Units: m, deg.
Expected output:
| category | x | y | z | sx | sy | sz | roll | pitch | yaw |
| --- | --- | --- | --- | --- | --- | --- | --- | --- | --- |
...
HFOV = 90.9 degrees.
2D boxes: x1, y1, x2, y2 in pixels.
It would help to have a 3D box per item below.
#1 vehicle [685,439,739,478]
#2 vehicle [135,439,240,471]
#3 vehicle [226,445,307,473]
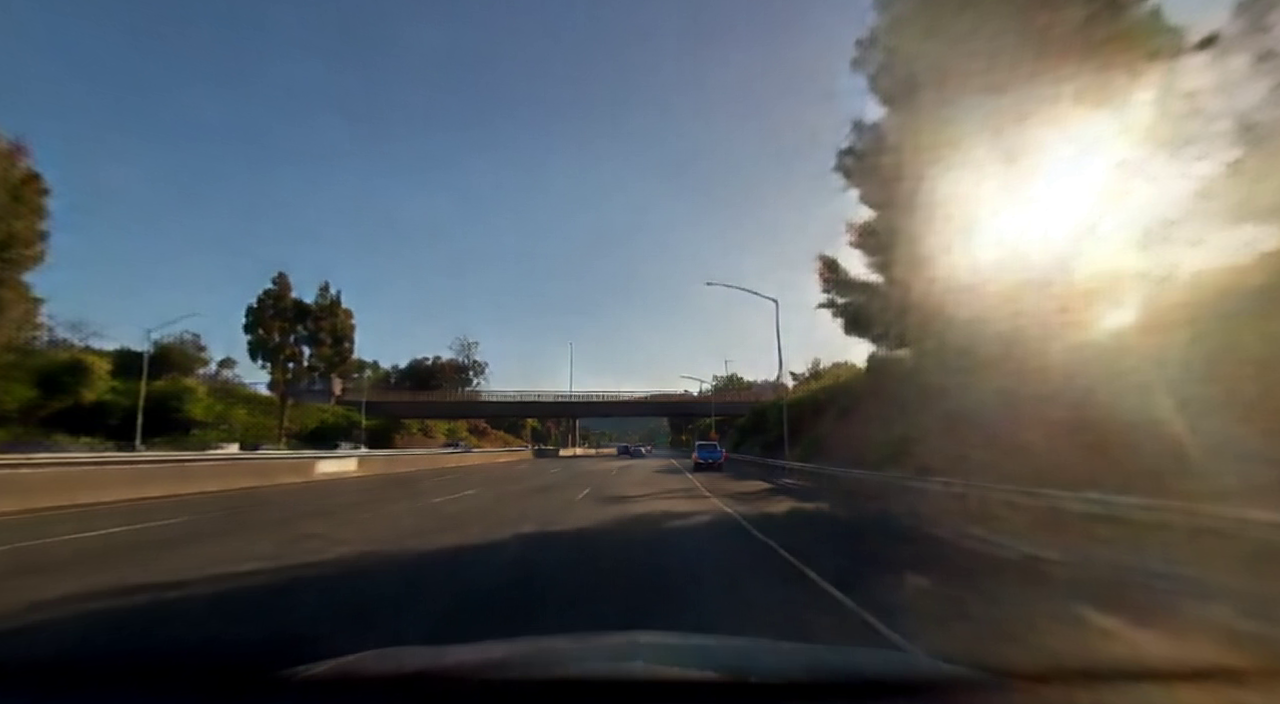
| category | x | y | z | sx | sy | sz | roll | pitch | yaw |
| --- | --- | --- | --- | --- | --- | --- | --- | --- | --- |
| vehicle | 3.251 | 4.920 | 29.434 | 2.010 | 1.637 | 4.940 | 0 | -8 | 1 |
| vehicle | -24.047 | 5.468 | 33.798 | 2.051 | 1.570 | 4.705 | 0 | -8 | 1 |
| vehicle | -20.704 | 5.945 | 35.207 | 1.943 | 1.428 | 4.122 | 0 | -8 | 1 |
